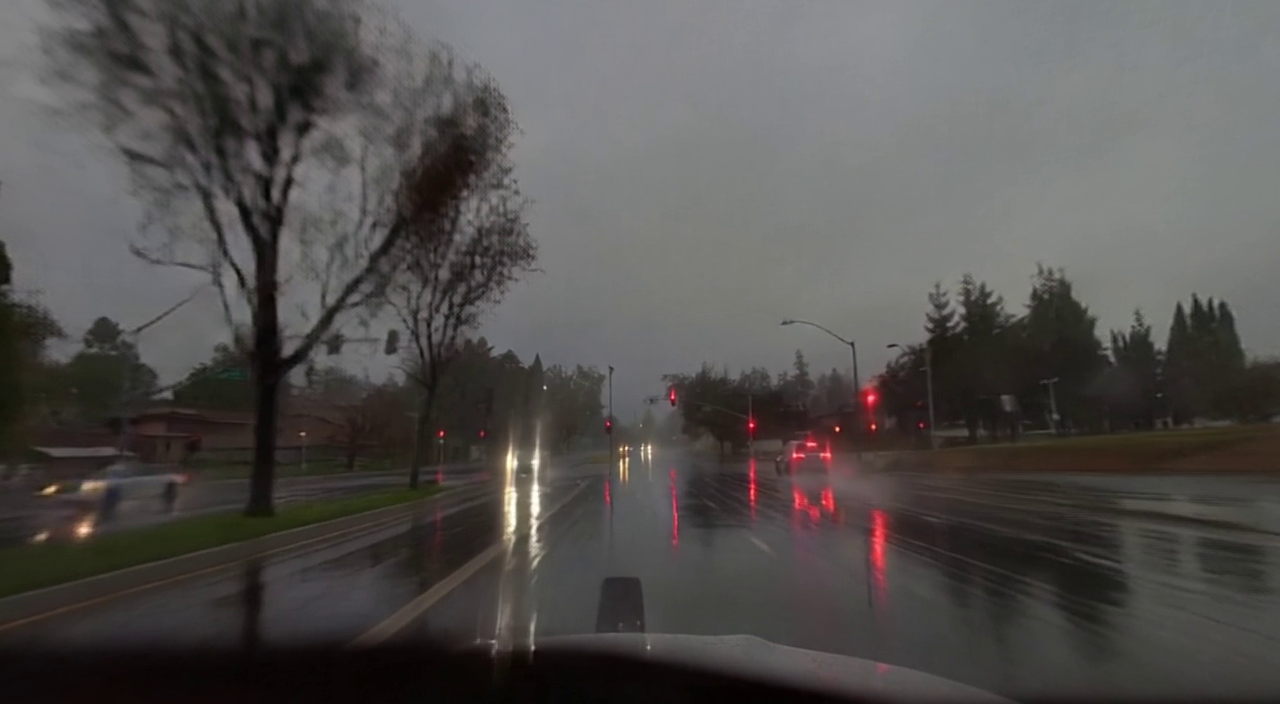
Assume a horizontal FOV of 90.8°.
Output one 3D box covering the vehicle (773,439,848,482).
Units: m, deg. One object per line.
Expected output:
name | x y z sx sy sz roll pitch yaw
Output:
vehicle | 7.309 4.685 27.590 2.011 1.710 4.357 0 -9 0

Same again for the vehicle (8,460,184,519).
vehicle | -17.708 4.447 20.904 1.895 1.644 4.160 -1 -9 4

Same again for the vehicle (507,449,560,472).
vehicle | -7.213 7.264 42.534 2.065 1.477 4.519 4 -10 -29
